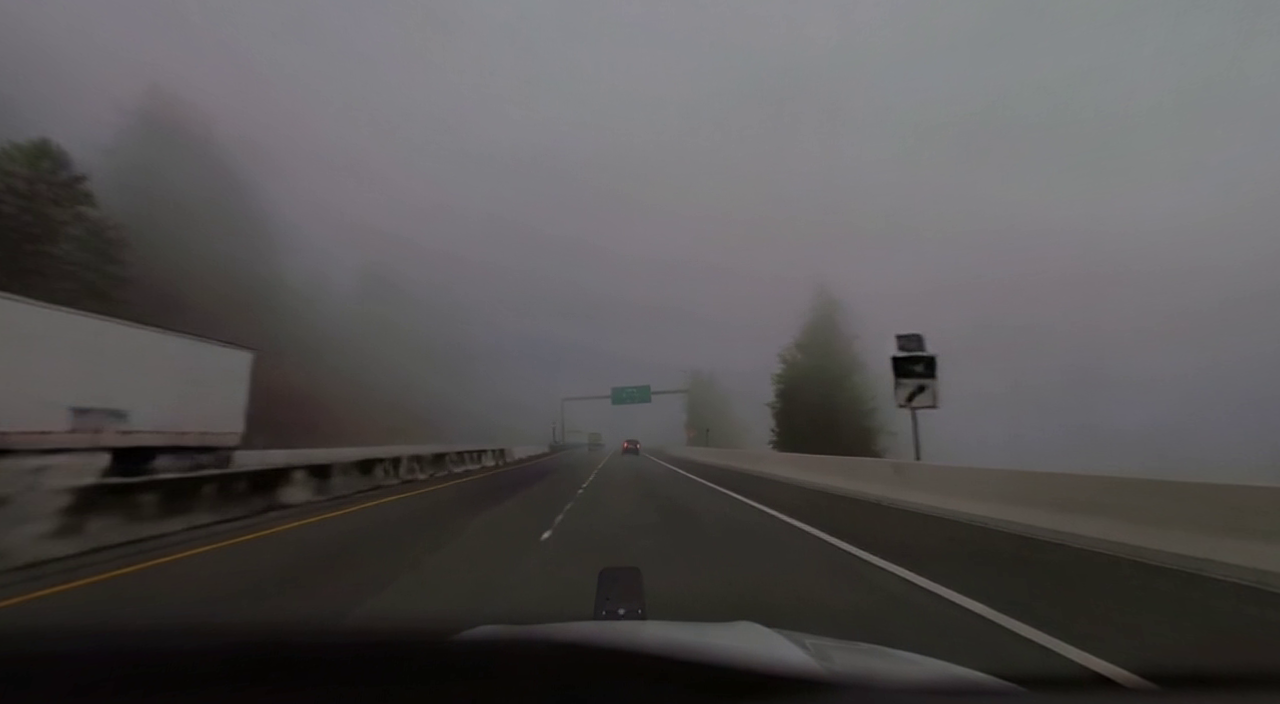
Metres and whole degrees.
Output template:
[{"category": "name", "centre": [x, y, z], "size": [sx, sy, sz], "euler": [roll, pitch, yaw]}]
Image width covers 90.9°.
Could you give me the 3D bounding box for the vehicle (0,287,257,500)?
[{"category": "vehicle", "centre": [-13.995, 1.356, 16.191], "size": [2.894, 4.114, 8.618], "euler": [1, -8, -1]}]
